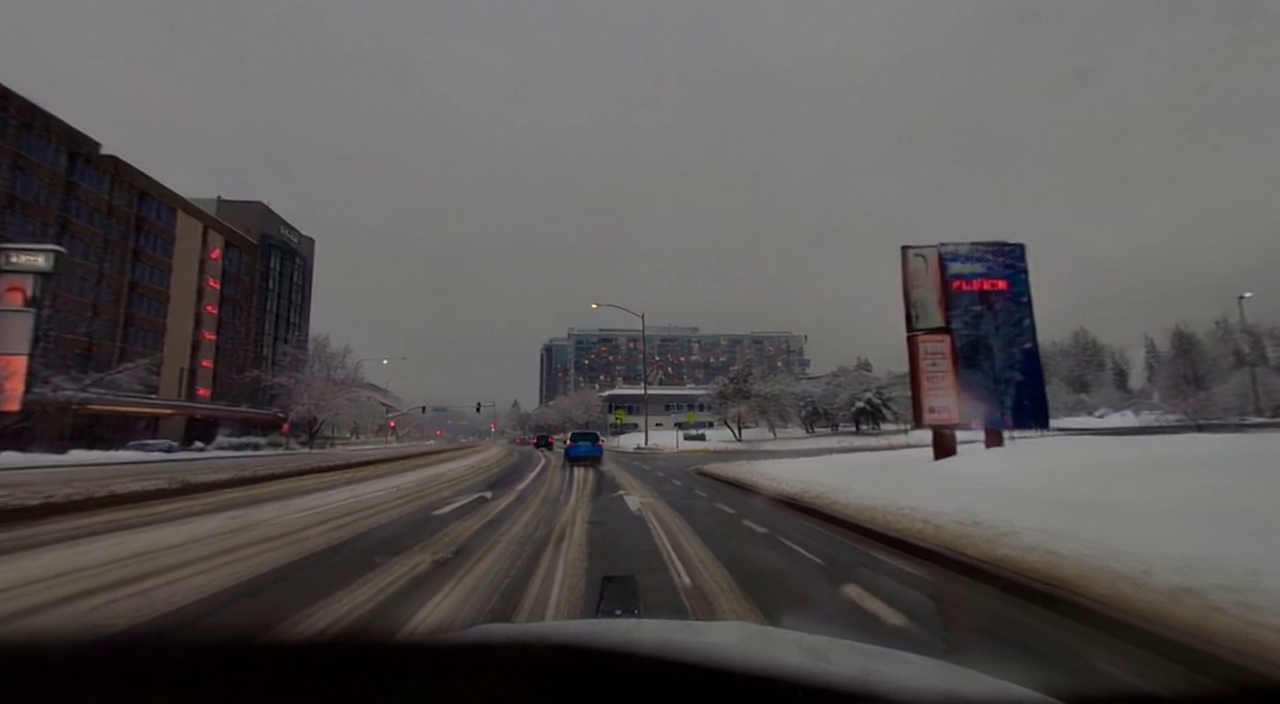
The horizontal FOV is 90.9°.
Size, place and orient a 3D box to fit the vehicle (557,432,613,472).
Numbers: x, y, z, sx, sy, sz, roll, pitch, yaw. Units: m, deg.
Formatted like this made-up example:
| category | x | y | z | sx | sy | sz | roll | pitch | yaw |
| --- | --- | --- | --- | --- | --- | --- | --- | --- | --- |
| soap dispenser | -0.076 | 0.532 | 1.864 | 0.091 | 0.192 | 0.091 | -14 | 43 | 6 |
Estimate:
| category | x | y | z | sx | sy | sz | roll | pitch | yaw |
| --- | --- | --- | --- | --- | --- | --- | --- | --- | --- |
| vehicle | -2.512 | 4.360 | 27.739 | 2.231 | 1.572 | 4.227 | 1 | -8 | -8 |
